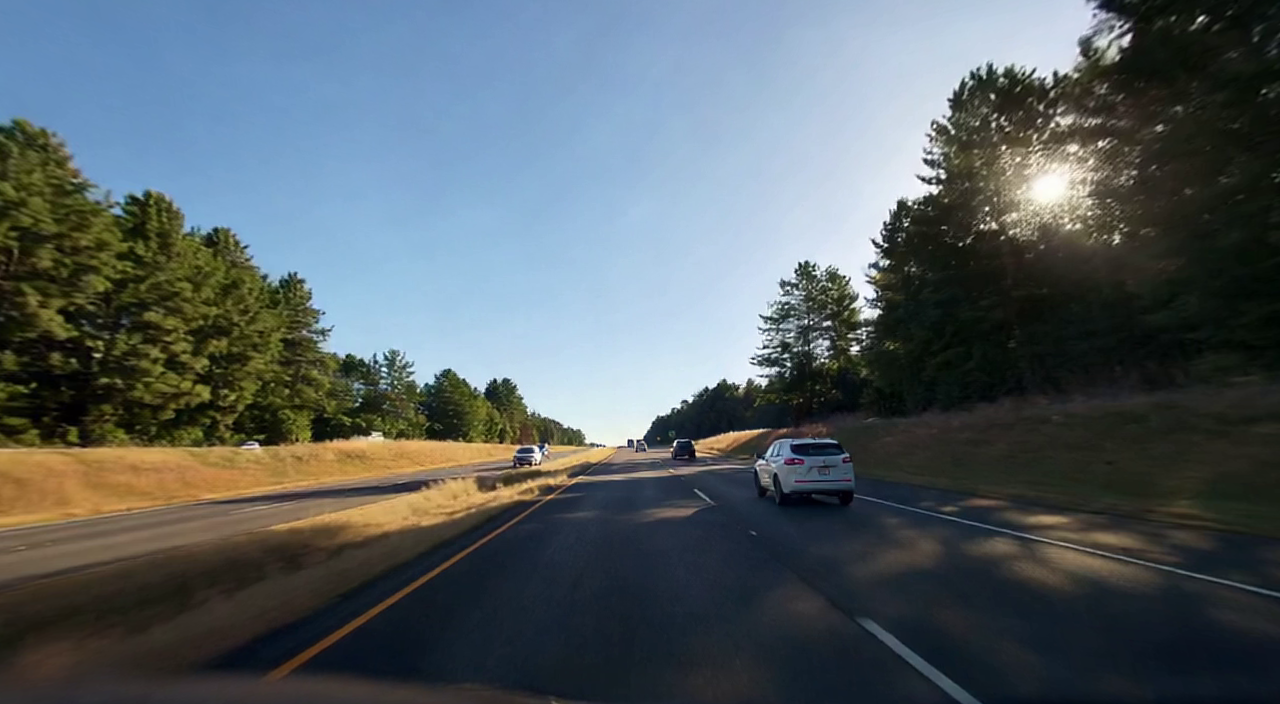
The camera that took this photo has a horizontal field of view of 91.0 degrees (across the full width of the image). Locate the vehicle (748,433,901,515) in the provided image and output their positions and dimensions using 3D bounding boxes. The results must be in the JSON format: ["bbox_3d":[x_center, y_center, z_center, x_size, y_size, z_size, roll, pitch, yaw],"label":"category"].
[{"bbox_3d":[3.831,2.592,13.965,1.999,1.501,4.221,0,-8,-2],"label":"vehicle"}]

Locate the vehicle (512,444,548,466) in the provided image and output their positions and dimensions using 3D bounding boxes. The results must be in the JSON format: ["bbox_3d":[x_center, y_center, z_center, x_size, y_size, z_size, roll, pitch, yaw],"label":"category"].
[{"bbox_3d":[-8.004,7.513,46.167,1.925,1.512,4.387,0,-8,0],"label":"vehicle"}]

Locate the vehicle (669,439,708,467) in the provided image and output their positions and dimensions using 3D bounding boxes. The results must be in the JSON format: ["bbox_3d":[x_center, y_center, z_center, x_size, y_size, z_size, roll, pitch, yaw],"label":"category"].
[{"bbox_3d":[3.119,6.578,41.226,2.043,1.673,4.016,0,-8,-2],"label":"vehicle"}]
